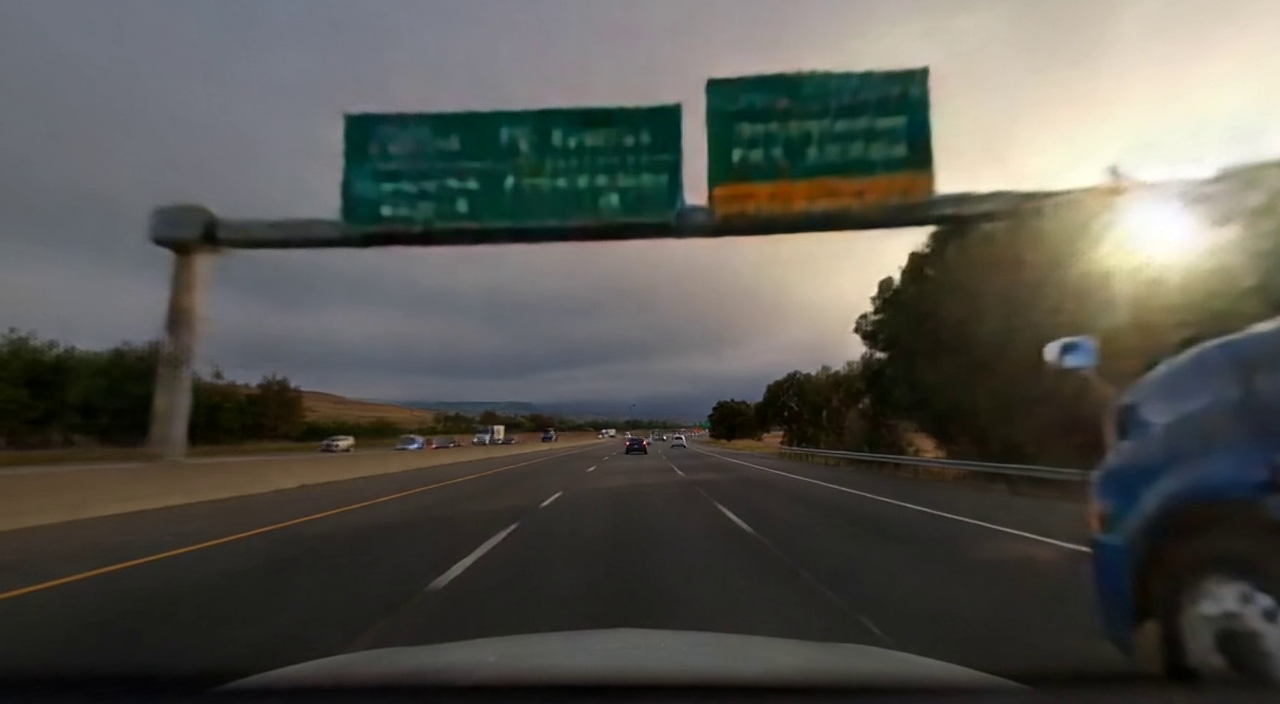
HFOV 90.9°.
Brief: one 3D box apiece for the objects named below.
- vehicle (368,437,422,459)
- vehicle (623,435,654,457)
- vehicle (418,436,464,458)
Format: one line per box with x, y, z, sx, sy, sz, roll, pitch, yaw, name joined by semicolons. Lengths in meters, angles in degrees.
-18.320;7.183;47.334;2.050;1.481;4.906;0;-8;1;vehicle
-0.129;6.717;45.270;2.140;1.475;3.969;0;-8;0;vehicle
-14.154;6.754;44.955;1.976;1.489;3.932;0;-8;1;vehicle
